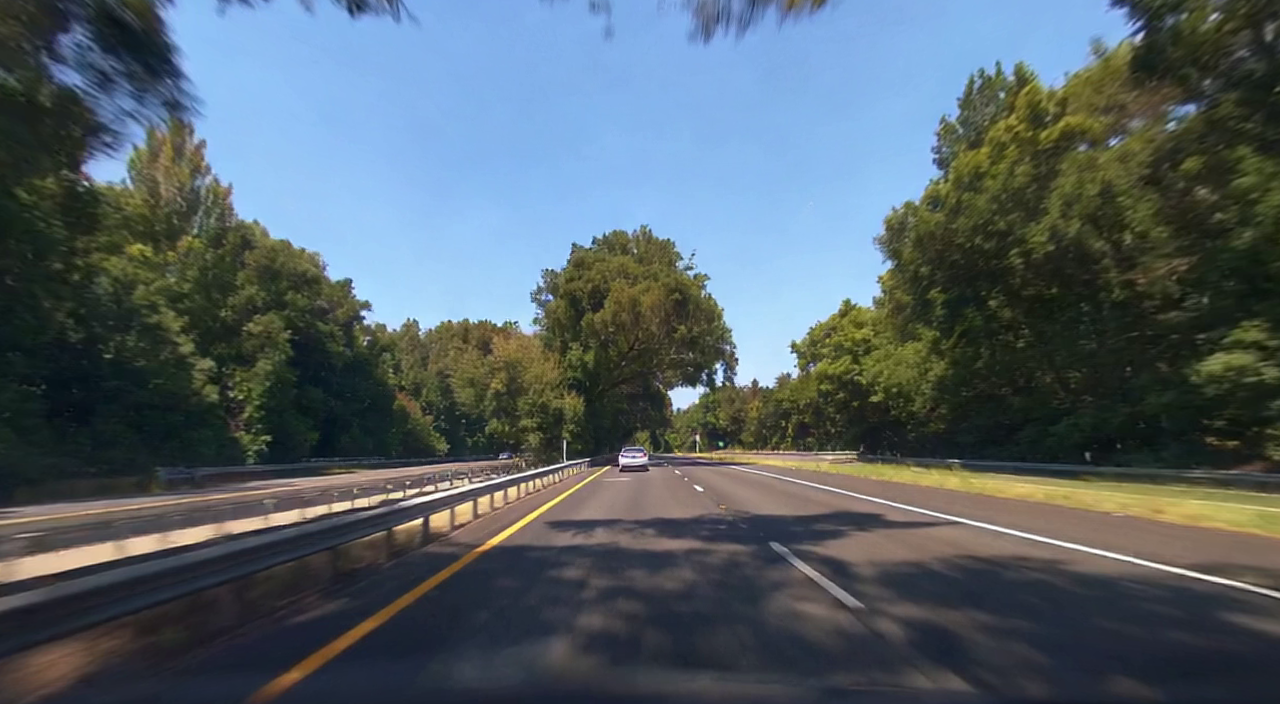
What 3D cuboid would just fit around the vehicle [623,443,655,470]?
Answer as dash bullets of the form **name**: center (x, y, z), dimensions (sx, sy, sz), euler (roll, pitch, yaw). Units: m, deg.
- **vehicle**: center (-0.108, 6.840, 41.258), dimensions (1.987, 1.658, 3.620), euler (0, -9, -1)
